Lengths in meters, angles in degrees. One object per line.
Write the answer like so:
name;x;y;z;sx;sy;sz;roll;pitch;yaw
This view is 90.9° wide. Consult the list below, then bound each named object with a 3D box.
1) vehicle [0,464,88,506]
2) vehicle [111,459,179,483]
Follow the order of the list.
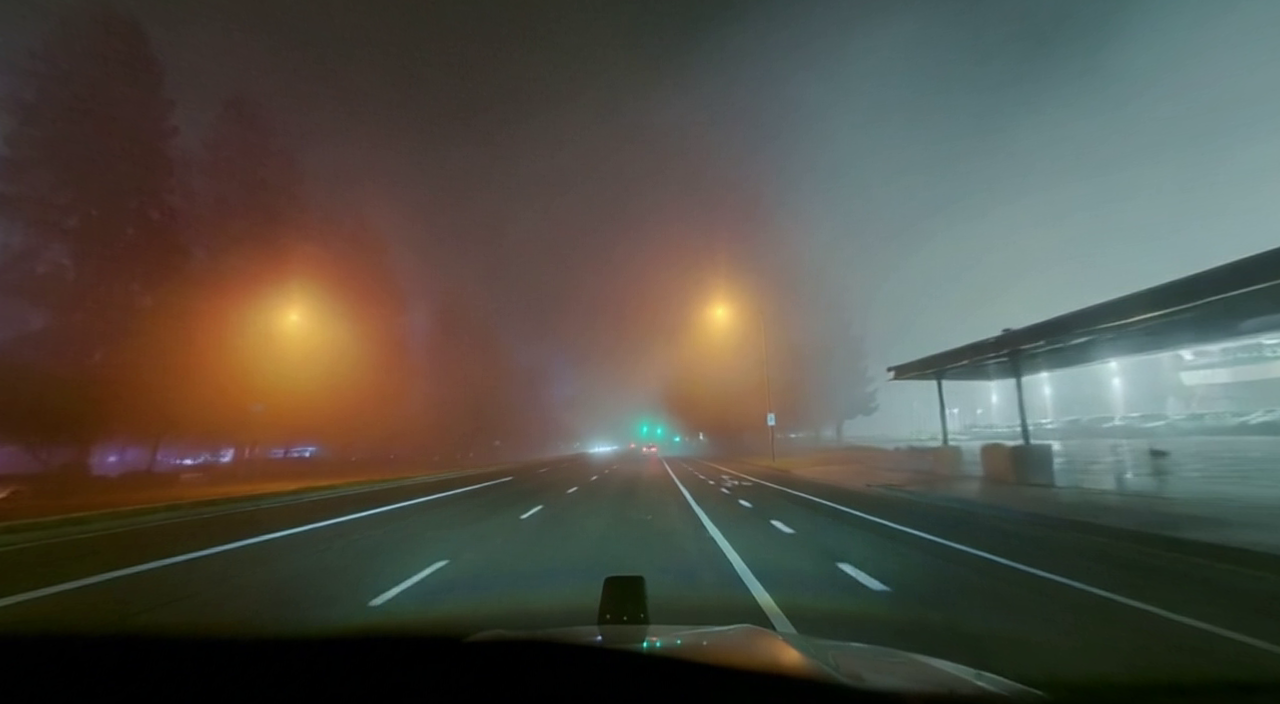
vehicle;-29.848;6.394;30.490;1.902;1.746;4.706;0;-8;1
vehicle;-37.386;8.984;47.740;1.819;1.589;4.040;0;-8;1
